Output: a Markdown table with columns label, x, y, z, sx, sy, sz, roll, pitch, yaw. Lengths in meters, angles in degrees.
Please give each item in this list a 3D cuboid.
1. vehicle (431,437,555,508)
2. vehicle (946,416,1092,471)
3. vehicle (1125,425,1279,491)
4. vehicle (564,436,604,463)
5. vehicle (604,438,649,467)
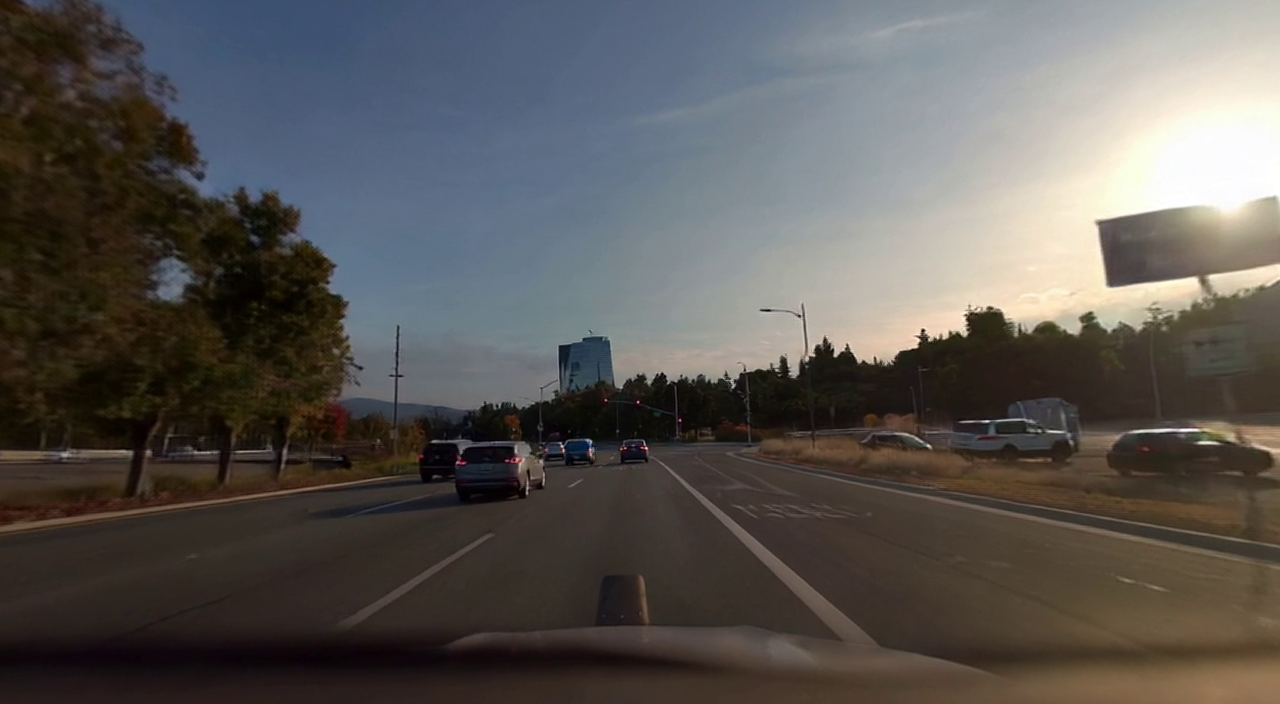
| label | x | y | z | sx | sy | sz | roll | pitch | yaw |
| --- | --- | --- | --- | --- | --- | --- | --- | --- | --- |
| vehicle | -3.416 | 2.889 | 15.703 | 1.920 | 1.480 | 4.549 | 0 | -8 | 1 |
| vehicle | 14.973 | 3.613 | 24.949 | 5.394 | 1.994 | 2.228 | 4 | -10 | -26 |
| vehicle | 14.906 | 2.675 | 16.194 | 4.505 | 1.472 | 2.020 | 4 | -10 | -26 |
| vehicle | -3.702 | 6.562 | 42.560 | 2.144 | 1.732 | 4.279 | 0 | -8 | 2 |
| vehicle | -0.681 | 5.407 | 34.128 | 2.231 | 1.481 | 4.489 | 0 | -8 | 0 |
